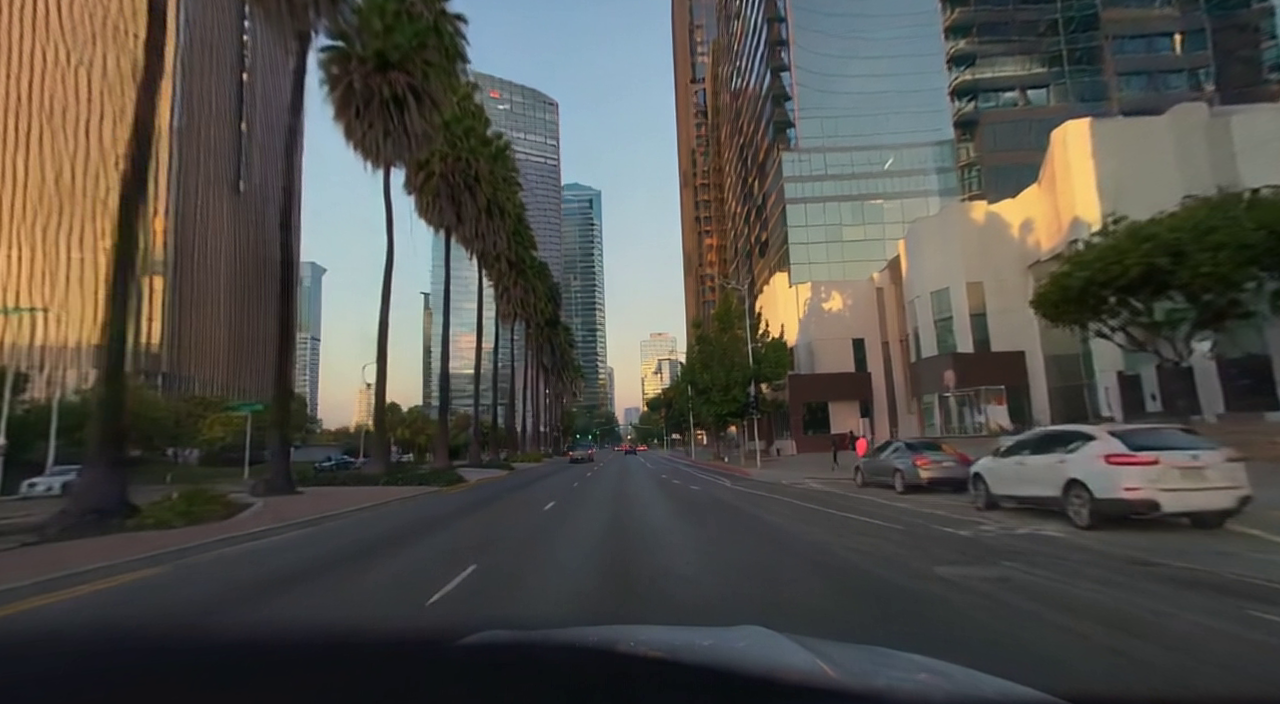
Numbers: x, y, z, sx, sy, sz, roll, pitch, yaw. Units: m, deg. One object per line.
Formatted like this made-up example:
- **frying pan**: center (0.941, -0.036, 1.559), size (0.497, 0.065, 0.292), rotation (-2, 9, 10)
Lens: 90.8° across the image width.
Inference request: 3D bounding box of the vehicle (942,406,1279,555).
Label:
- **vehicle**: center (6.930, 1.832, 9.723), size (2.225, 1.727, 4.418), rotation (0, -8, -2)

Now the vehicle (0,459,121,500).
- **vehicle**: center (-24.657, 5.310, 26.593), size (1.801, 1.444, 4.640), rotation (0, -8, -3)

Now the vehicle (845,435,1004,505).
- **vehicle**: center (7.019, 2.948, 16.279), size (1.919, 1.499, 4.779), rotation (-1, -8, 1)
